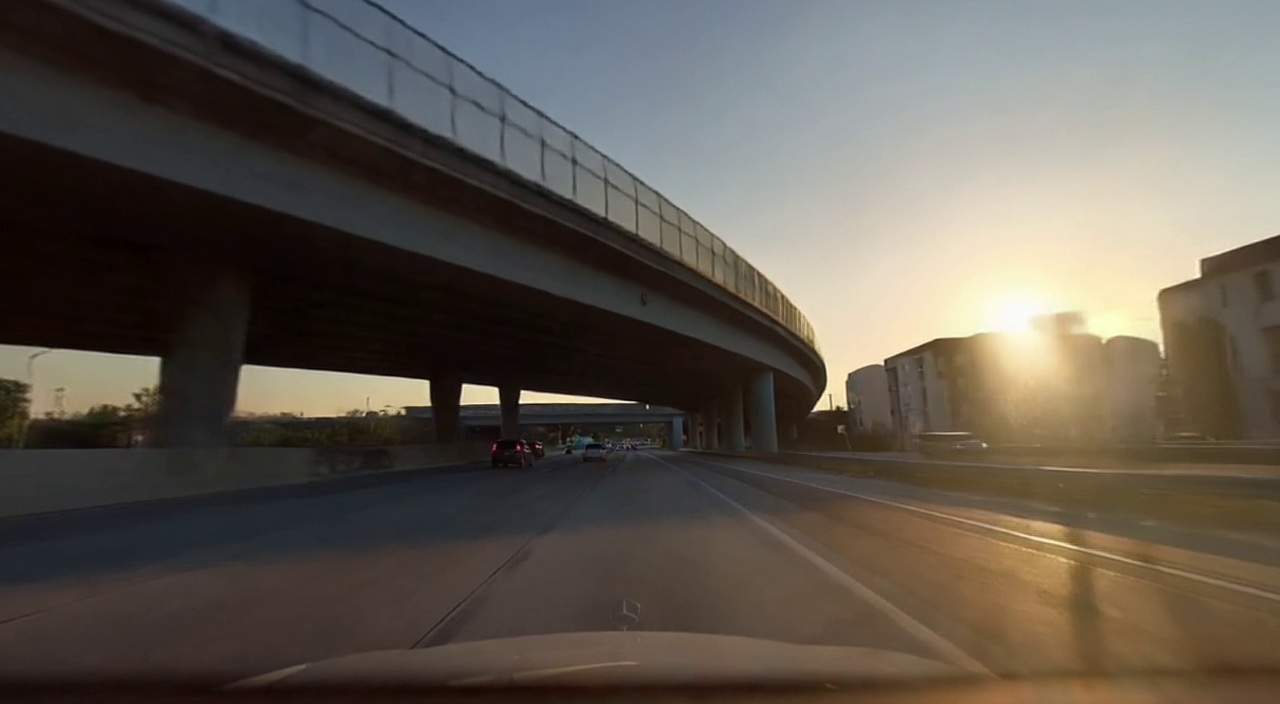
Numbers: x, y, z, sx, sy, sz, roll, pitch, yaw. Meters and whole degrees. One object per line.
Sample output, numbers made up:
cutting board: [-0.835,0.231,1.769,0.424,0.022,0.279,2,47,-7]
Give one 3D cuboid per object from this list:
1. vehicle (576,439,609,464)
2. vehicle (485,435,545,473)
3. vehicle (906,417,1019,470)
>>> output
vehicle: [-3.344,7.072,45.106,2.027,1.697,4.307,0,-8,1]
vehicle: [-6.329,5.219,32.464,2.015,1.762,4.790,0,-8,1]
vehicle: [19.677,5.705,39.133,2.873,2.907,6.459,2,-9,-8]
